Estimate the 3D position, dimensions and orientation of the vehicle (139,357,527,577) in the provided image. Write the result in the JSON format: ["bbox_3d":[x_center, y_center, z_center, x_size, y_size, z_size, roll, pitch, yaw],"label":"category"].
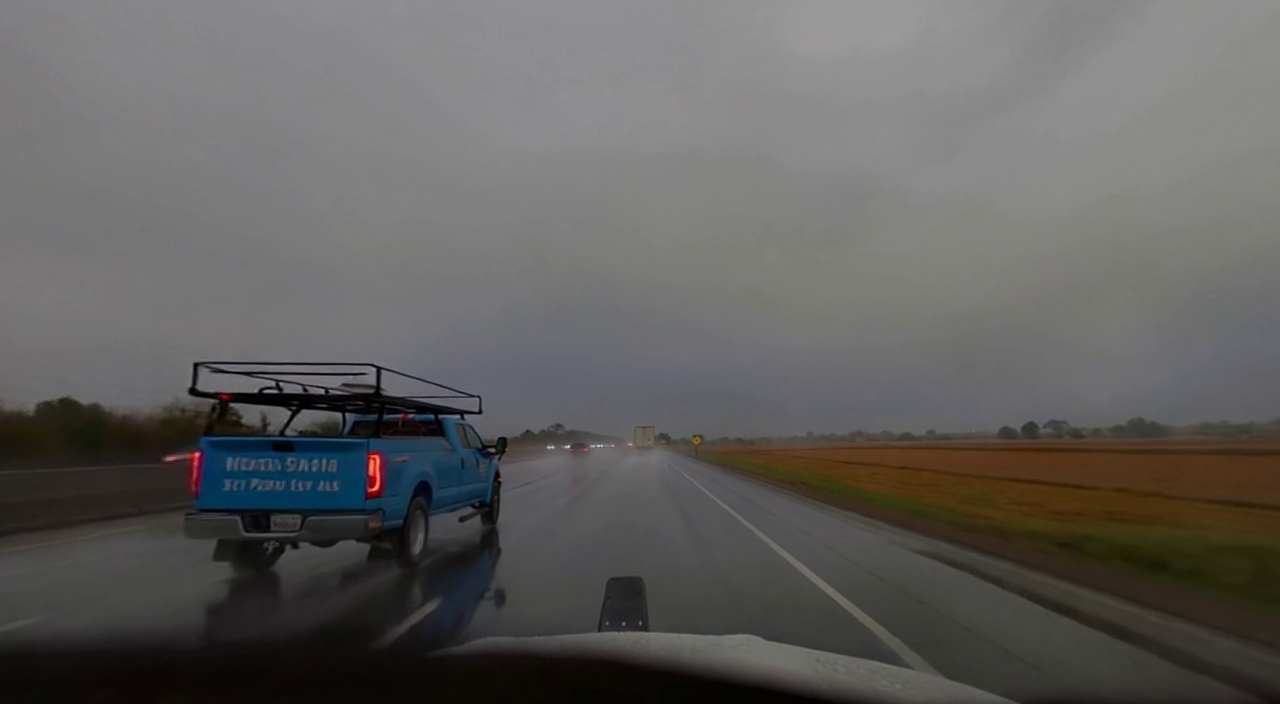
[{"bbox_3d":[-3.877,1.697,10.160,2.791,2.330,6.725,0,-8,1],"label":"vehicle"}]
